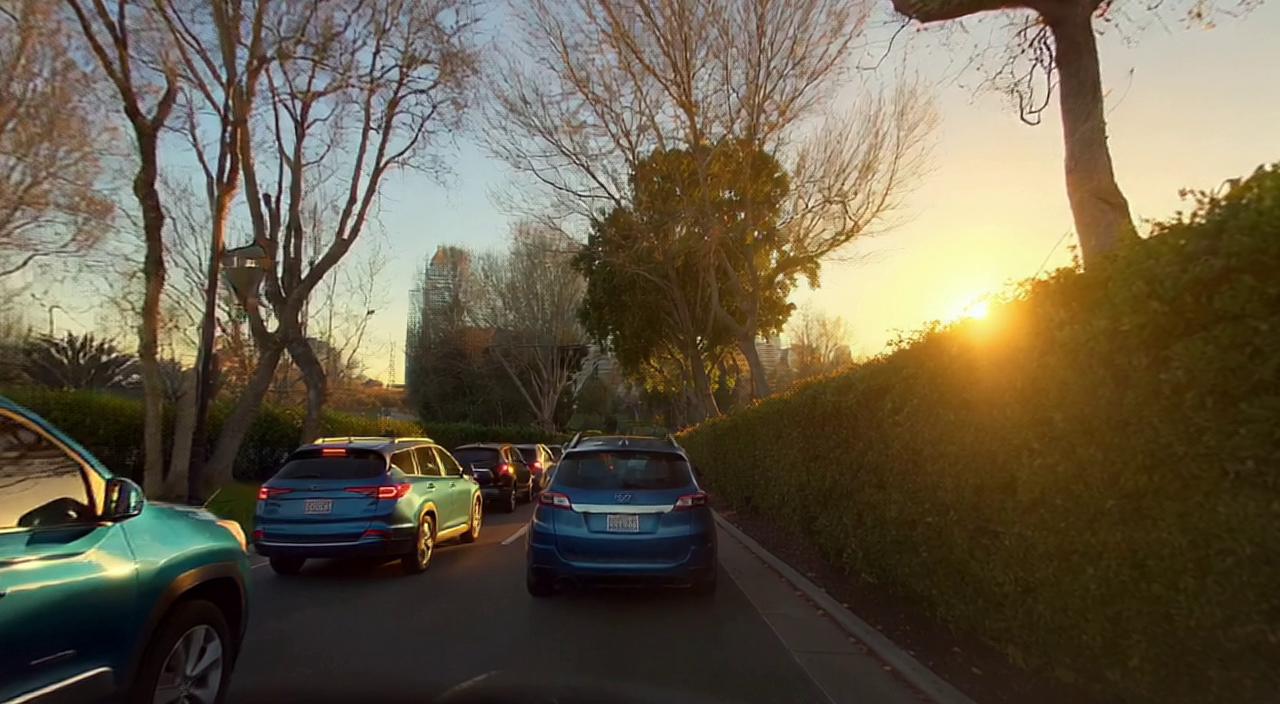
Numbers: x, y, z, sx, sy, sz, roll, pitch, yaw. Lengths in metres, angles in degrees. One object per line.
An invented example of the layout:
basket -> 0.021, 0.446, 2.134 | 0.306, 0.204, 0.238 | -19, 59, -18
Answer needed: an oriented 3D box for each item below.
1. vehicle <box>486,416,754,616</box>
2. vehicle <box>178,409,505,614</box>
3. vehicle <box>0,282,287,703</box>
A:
vehicle -> -0.194, 1.637, 7.130 | 2.154, 1.581, 4.007 | 0, -9, -1
vehicle -> -3.414, 1.860, 8.315 | 2.256, 1.728, 4.421 | -6, -8, -2
vehicle -> -3.283, 0.678, 1.266 | 2.205, 1.913, 5.327 | -6, -8, -2
